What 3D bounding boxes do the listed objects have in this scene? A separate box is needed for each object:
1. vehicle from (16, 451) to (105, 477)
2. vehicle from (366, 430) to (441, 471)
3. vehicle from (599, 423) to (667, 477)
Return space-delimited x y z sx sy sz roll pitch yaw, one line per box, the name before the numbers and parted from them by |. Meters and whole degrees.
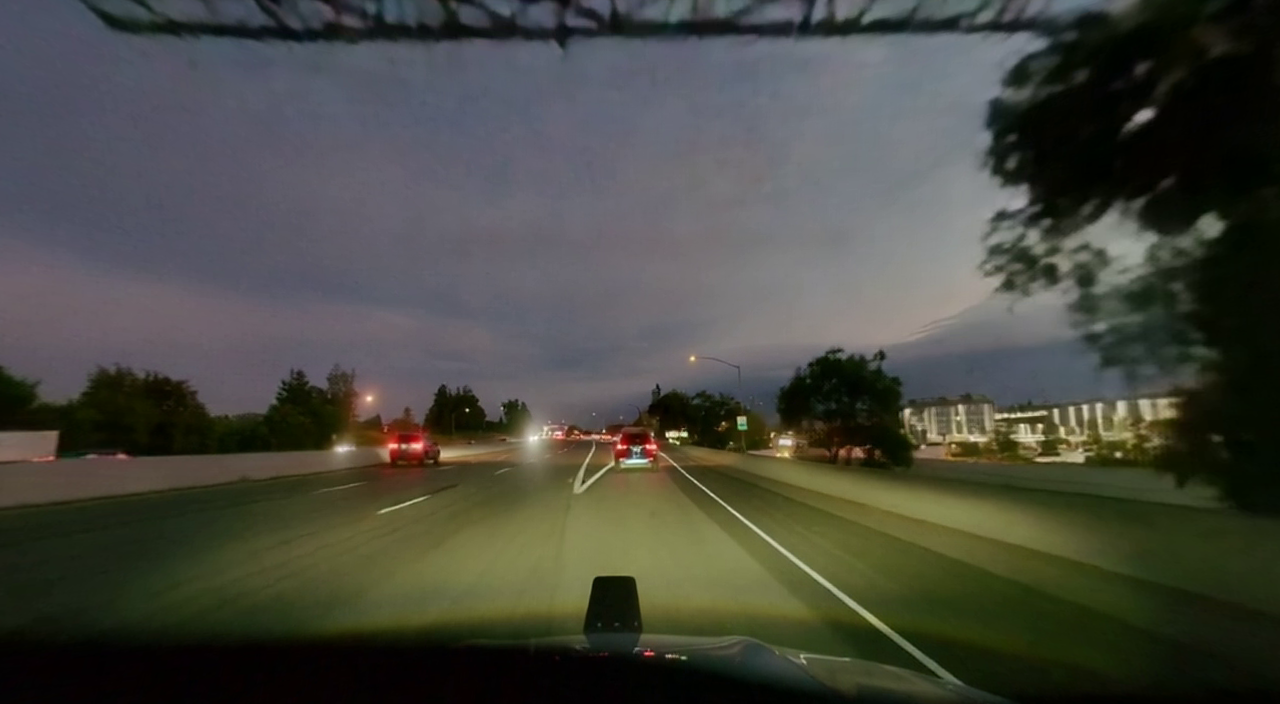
vehicle | -37.770 7.289 41.319 1.820 1.564 4.436 0 -8 -4
vehicle | -12.342 5.186 33.392 2.289 1.955 5.147 0 -8 -4
vehicle | -0.300 3.990 25.890 2.497 1.957 5.432 -1 -8 -1
